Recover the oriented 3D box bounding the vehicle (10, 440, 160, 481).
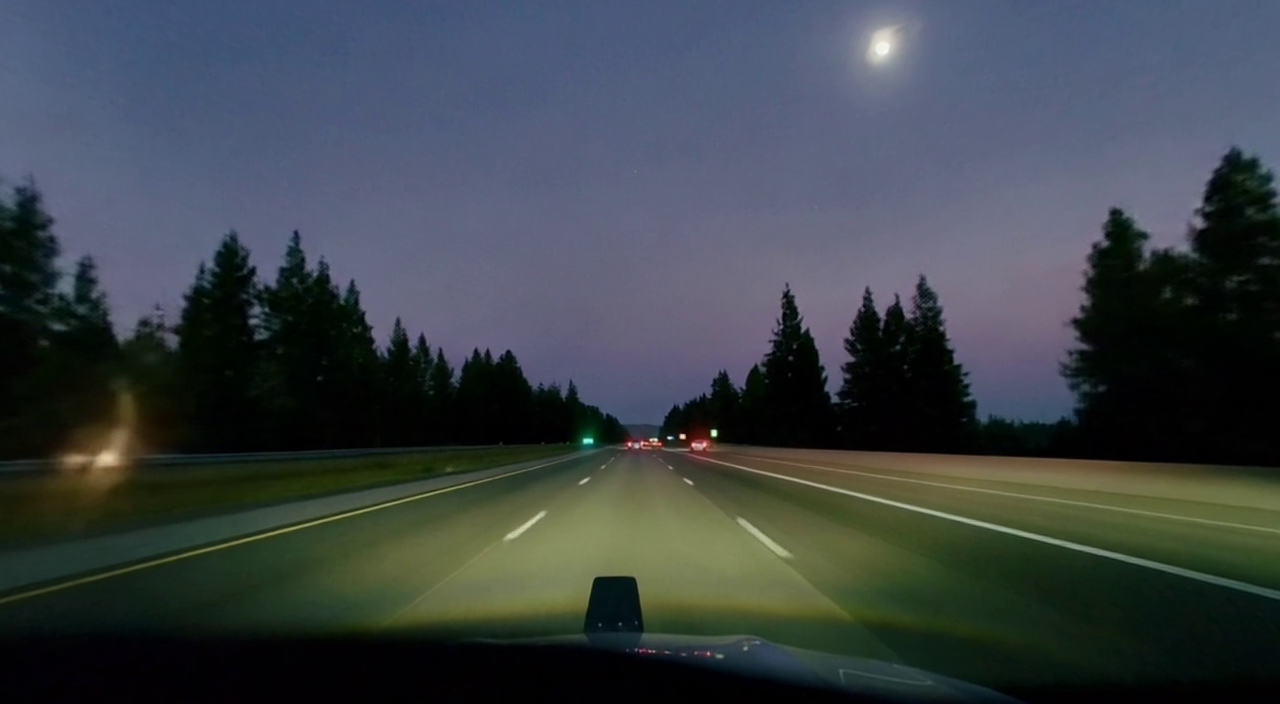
[{"bbox_3d":[-21.929,4.286,25.271,1.960,1.473,4.445,0,-9,0],"label":"vehicle"}]
